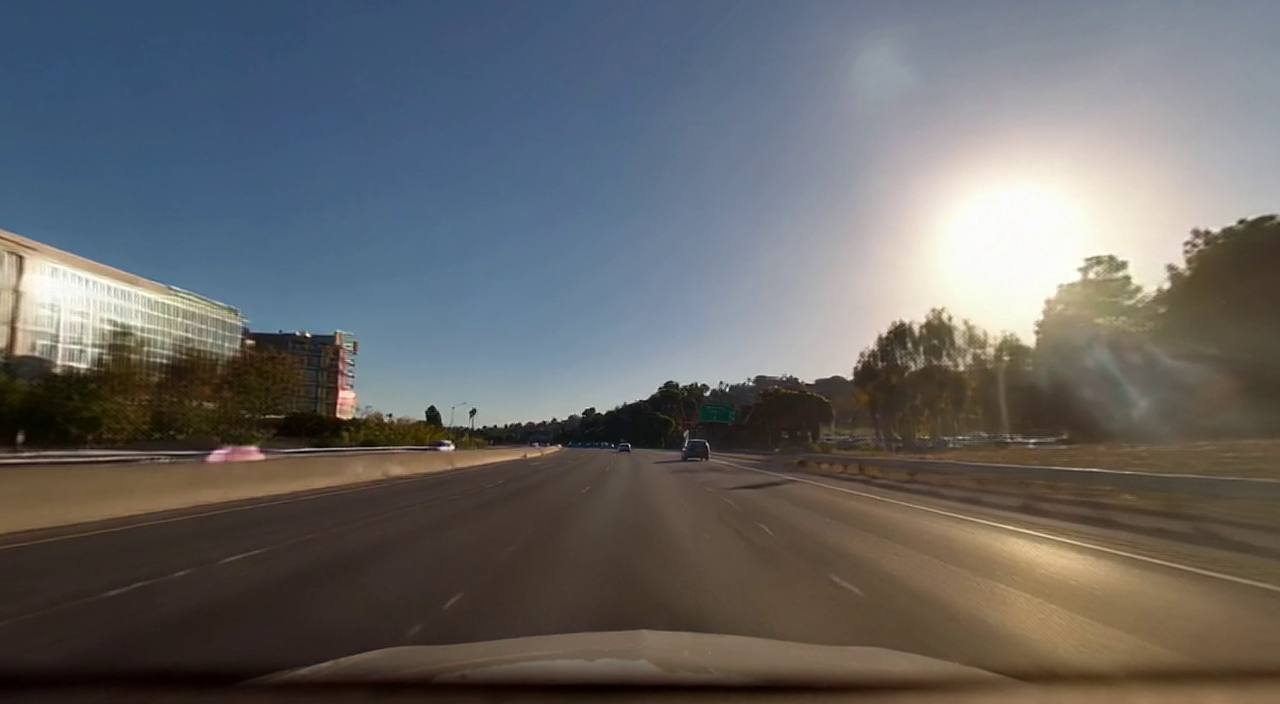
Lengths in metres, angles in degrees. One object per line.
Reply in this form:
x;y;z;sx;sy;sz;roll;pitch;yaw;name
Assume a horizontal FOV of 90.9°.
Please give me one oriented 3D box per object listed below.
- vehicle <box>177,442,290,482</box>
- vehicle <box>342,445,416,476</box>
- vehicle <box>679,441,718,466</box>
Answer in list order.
-16.465;4.442;25.825;1.806;1.492;4.206;0;-8;0;vehicle
-13.309;5.531;32.497;1.871;1.446;4.531;0;-8;0;vehicle
3.557;6.254;39.010;1.926;1.477;4.025;0;-8;-2;vehicle
